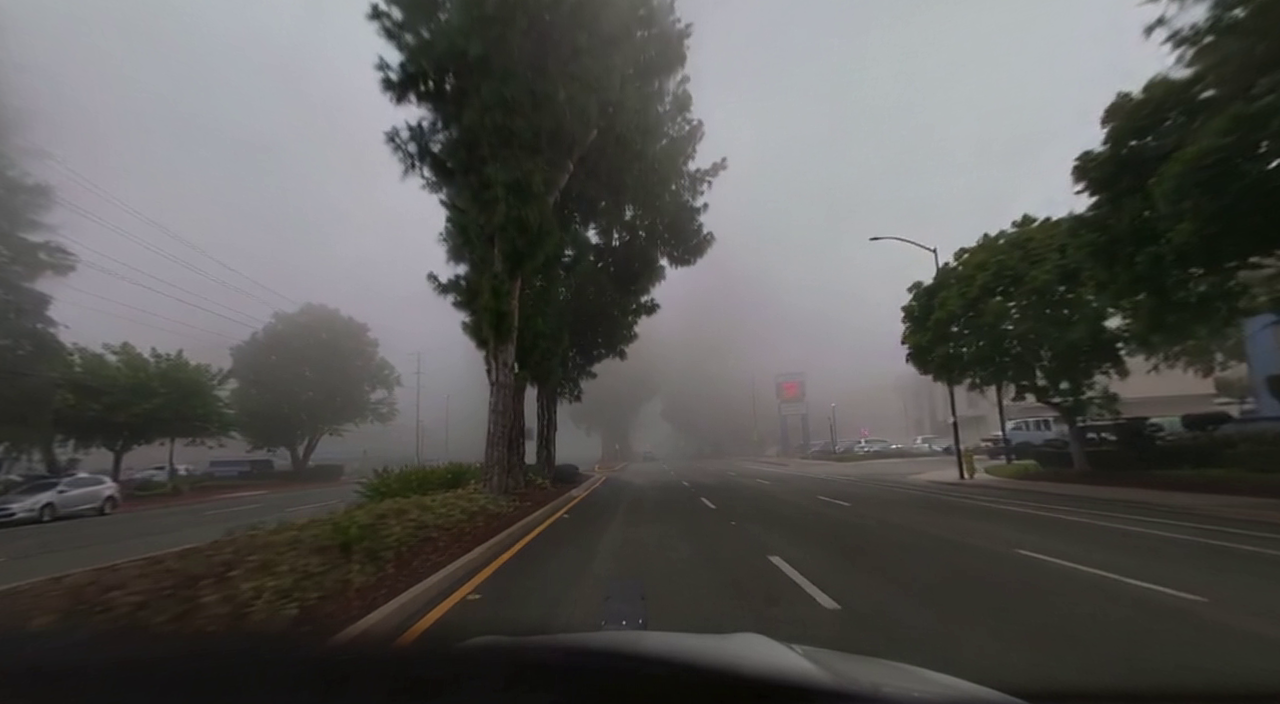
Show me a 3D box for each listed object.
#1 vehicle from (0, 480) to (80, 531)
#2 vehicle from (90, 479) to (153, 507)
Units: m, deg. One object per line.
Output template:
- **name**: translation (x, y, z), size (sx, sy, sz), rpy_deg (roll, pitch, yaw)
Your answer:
- **vehicle**: translation (-23.356, 5.616, 23.074), size (1.847, 1.593, 4.127), rpy_deg (0, -9, 1)
- **vehicle**: translation (-40.620, 11.047, 49.397), size (3.731, 1.455, 1.697), rpy_deg (-11, -10, 6)
